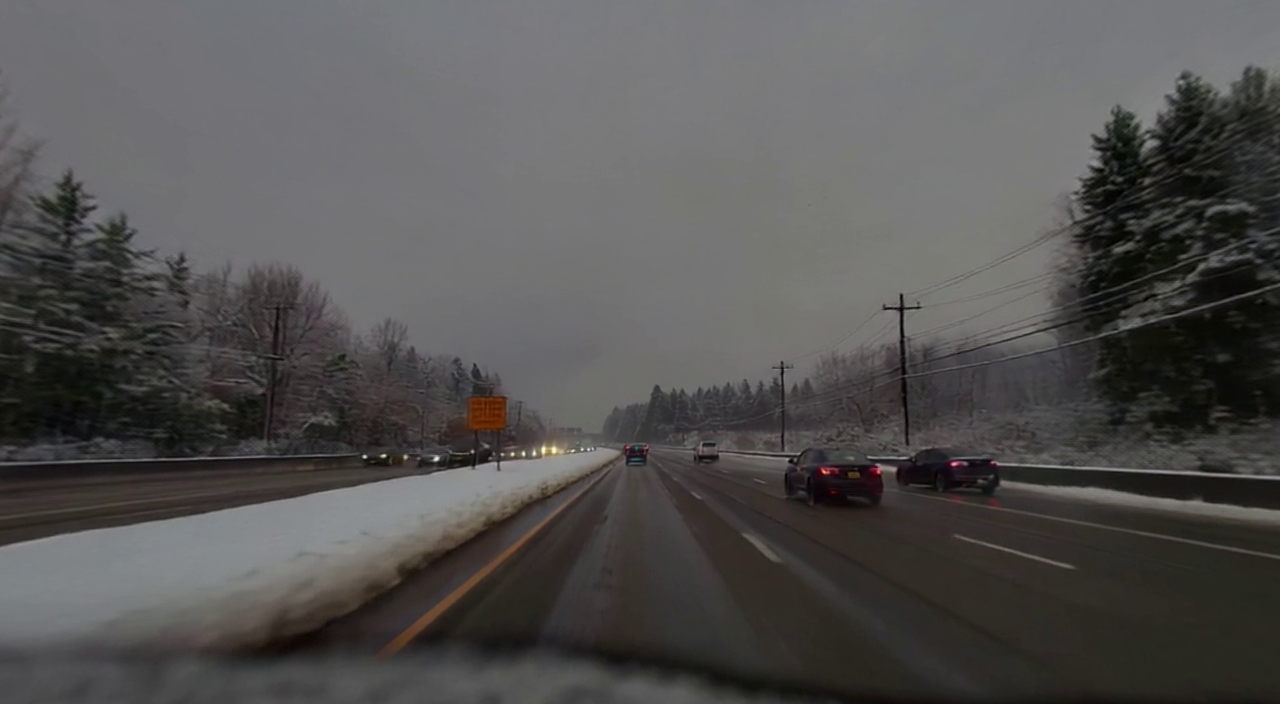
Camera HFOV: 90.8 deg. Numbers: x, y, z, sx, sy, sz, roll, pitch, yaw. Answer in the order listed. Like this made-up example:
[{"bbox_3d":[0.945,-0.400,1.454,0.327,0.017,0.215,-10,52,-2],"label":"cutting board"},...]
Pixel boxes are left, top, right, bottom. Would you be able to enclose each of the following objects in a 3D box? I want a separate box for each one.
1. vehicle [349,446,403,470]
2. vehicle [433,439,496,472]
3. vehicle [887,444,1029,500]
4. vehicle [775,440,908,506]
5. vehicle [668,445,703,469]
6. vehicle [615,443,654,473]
[{"bbox_3d":[-20.526,8.232,49.429,2.009,1.788,4.848,0,-9,1],"label":"vehicle"},{"bbox_3d":[-10.103,6.000,36.753,2.359,1.762,4.575,0,-9,0],"label":"vehicle"},{"bbox_3d":[9.532,3.592,19.440,1.969,1.506,4.422,0,-9,-2],"label":"vehicle"},{"bbox_3d":[5.177,3.151,17.006,2.069,1.520,4.614,0,-9,0],"label":"vehicle"},{"bbox_3d":[2.996,7.010,42.401,1.981,1.480,4.316,0,-9,-1],"label":"vehicle"},{"bbox_3d":[-0.282,5.649,33.926,1.993,1.506,3.883,0,-8,-1],"label":"vehicle"}]
